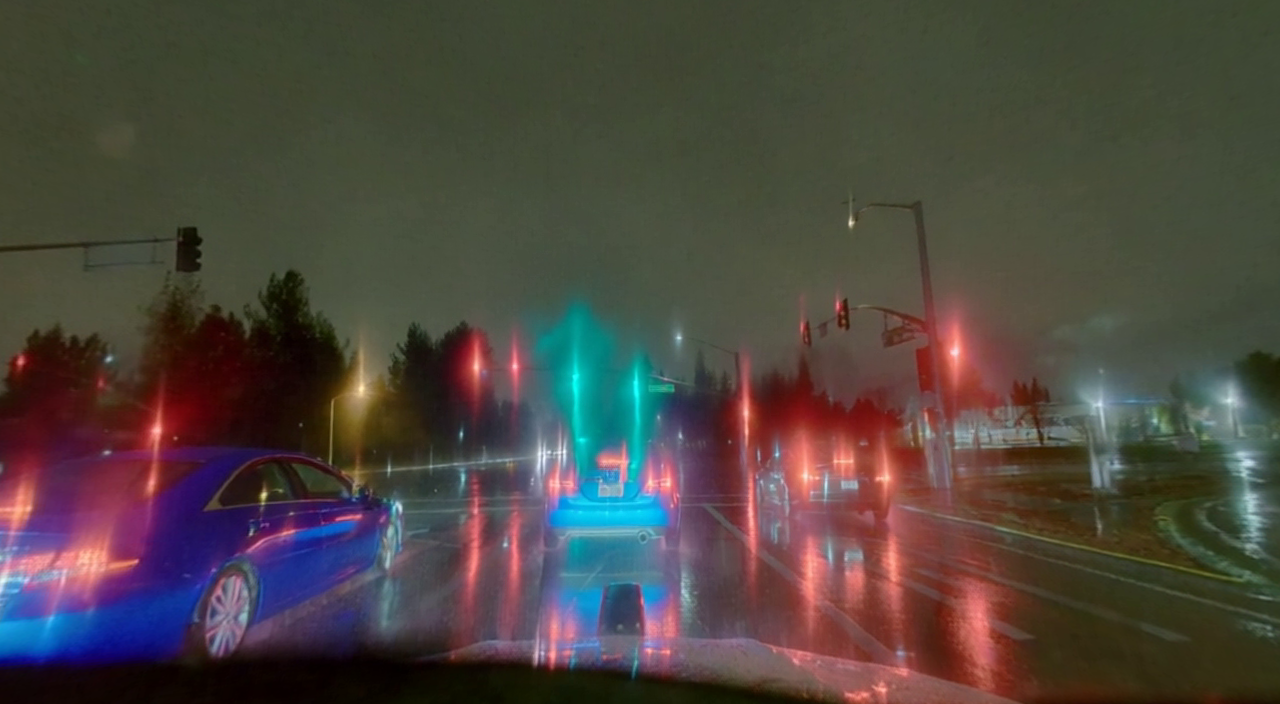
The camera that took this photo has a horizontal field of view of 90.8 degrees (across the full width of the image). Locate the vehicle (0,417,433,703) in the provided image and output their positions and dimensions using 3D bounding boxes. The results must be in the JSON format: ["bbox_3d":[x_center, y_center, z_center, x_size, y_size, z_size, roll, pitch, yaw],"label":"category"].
[{"bbox_3d":[-3.580,1.408,5.504,2.052,1.472,4.479,0,-8,0],"label":"vehicle"}]

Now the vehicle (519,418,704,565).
[{"bbox_3d":[-0.347,1.830,8.975,2.038,1.599,3.844,0,-8,-1],"label":"vehicle"}]

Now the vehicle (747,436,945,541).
[{"bbox_3d":[3.293,2.260,11.189,1.970,1.449,4.433,0,-8,-1],"label":"vehicle"}]
